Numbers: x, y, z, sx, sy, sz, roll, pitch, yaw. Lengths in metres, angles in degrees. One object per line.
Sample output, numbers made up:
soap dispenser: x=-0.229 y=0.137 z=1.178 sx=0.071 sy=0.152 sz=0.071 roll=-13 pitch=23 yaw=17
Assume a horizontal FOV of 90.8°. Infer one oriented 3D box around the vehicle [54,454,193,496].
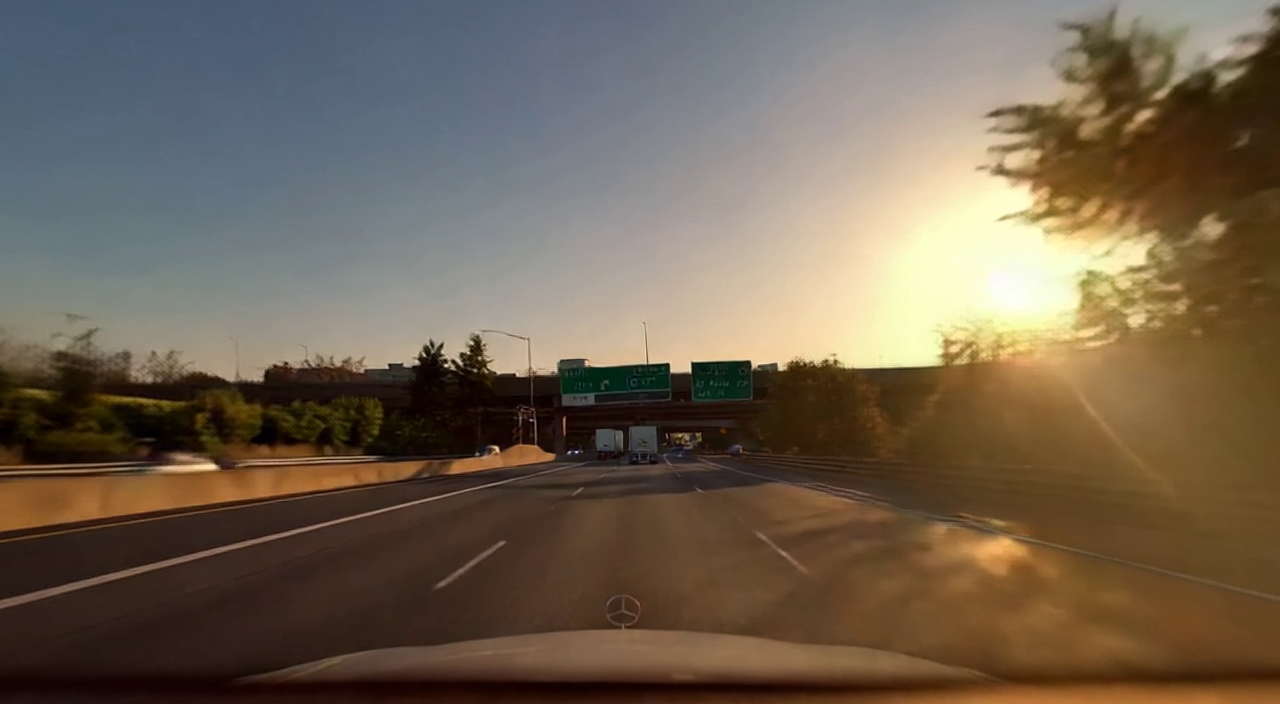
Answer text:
vehicle: x=-20.119 y=4.778 z=24.865 sx=1.827 sy=1.461 sz=4.227 roll=0 pitch=-9 yaw=1
